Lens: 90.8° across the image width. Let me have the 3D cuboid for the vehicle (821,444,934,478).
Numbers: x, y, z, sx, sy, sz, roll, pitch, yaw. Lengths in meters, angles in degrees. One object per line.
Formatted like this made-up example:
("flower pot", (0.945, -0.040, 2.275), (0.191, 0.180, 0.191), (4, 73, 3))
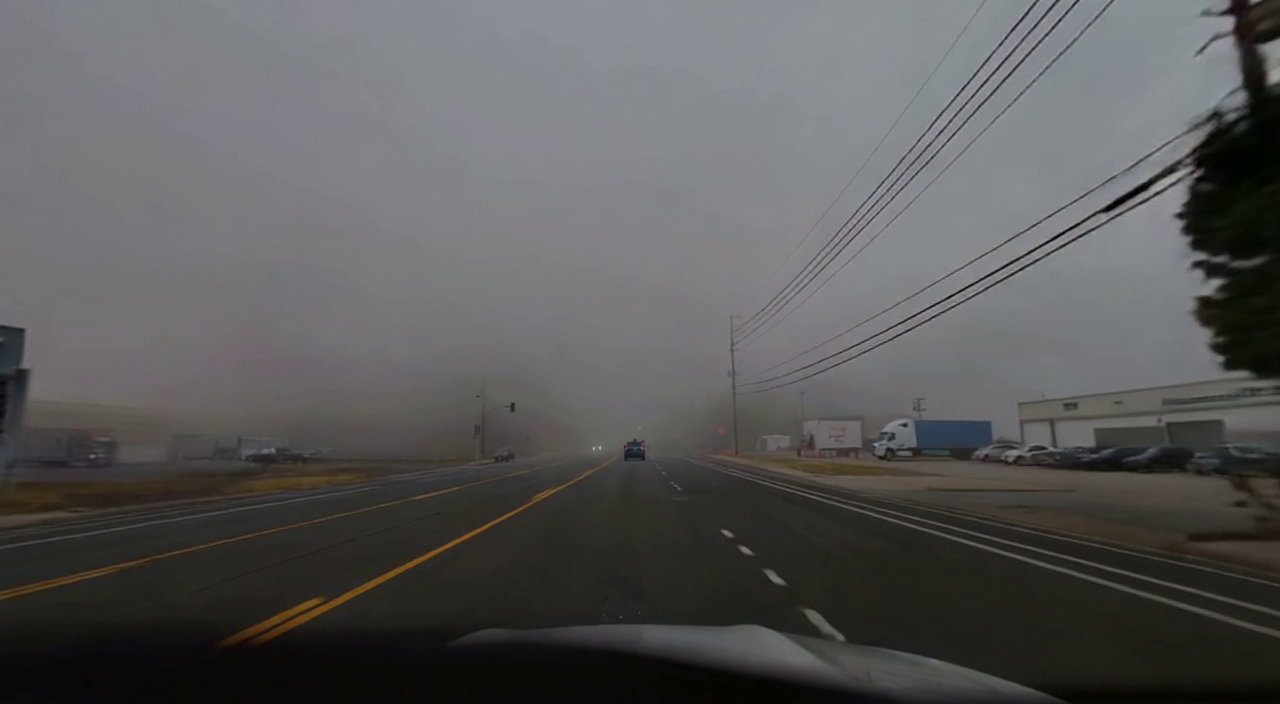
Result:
("vehicle", (11.716, 5.385, 31.382), (4.758, 1.496, 1.871), (-1, -8, -1))

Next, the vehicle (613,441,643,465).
("vehicle", (-0.814, 6.901, 43.271), (1.937, 1.588, 3.746), (0, -8, 0))

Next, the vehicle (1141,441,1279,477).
("vehicle", (25.739, 4.784, 28.409), (4.625, 1.484, 1.997), (0, -8, 1))

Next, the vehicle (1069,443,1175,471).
("vehicle", (25.756, 5.601, 33.867), (4.134, 1.441, 1.836), (-1, -8, 2))
